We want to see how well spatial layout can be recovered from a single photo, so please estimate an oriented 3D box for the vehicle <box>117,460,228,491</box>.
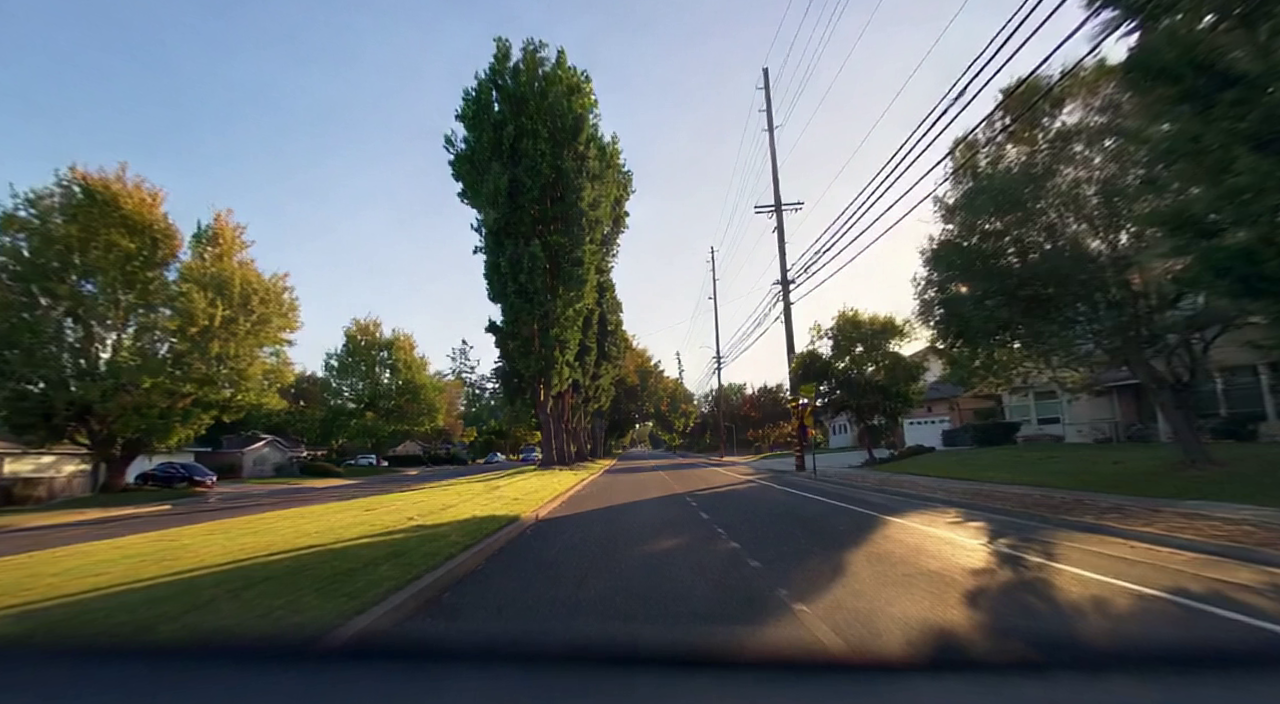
[{"bbox_3d":[-26.999,7.142,36.567,4.929,1.667,1.930,-1,-9,2],"label":"vehicle"}]
